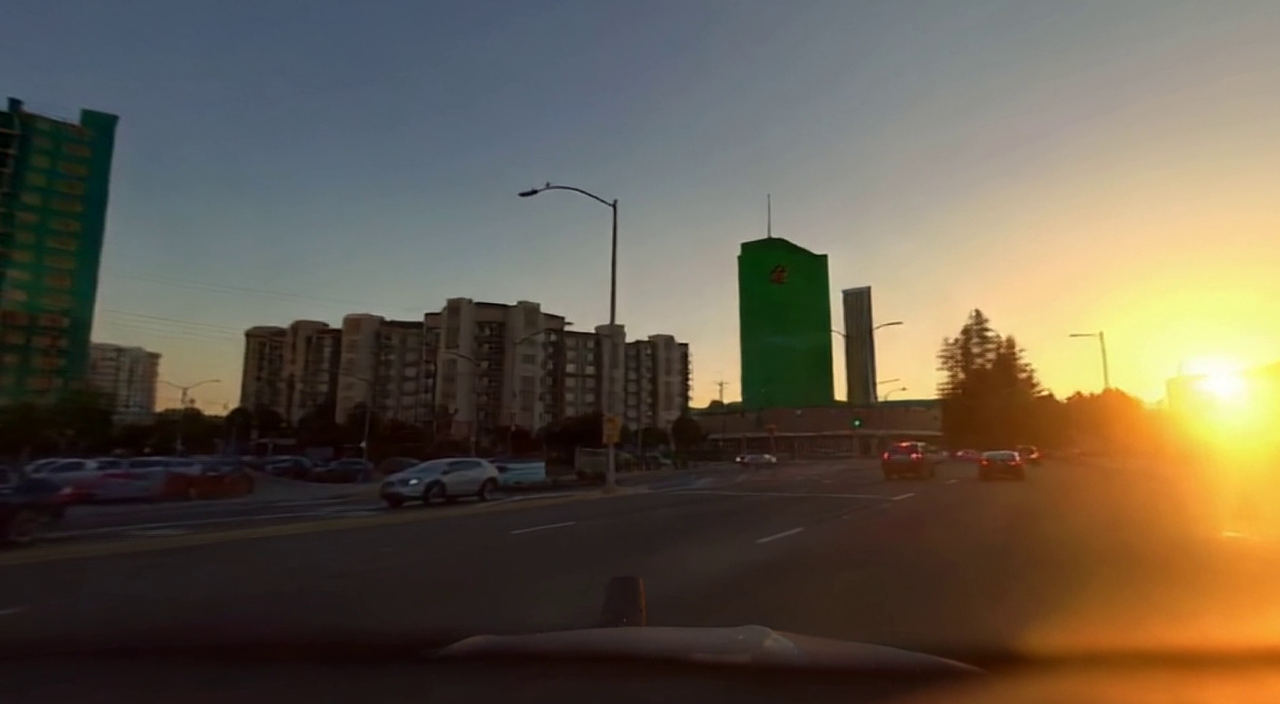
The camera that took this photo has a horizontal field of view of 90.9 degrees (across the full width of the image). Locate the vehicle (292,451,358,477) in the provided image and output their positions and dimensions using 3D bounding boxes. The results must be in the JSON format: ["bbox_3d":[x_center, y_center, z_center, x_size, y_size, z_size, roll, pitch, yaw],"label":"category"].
[{"bbox_3d":[-19.953,7.068,39.874,4.108,1.494,2.133,-7,-10,38],"label":"vehicle"}]

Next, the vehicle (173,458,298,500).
[{"bbox_3d":[-17.908,5.603,28.101,1.884,1.575,4.215,-5,-10,32],"label":"vehicle"}]

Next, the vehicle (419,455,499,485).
[{"bbox_3d":[-11.037,7.227,38.761,1.875,1.600,4.604,-6,-10,33],"label":"vehicle"}]

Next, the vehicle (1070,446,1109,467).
[{"bbox_3d":[34.150,7.917,47.944,1.981,1.449,4.533,-5,-10,31],"label":"vehicle"}]

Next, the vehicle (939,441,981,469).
[{"bbox_3d":[21.096,6.747,41.479,1.857,1.697,4.011,-6,-10,34],"label":"vehicle"}]

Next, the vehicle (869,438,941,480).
[{"bbox_3d":[11.822,4.680,27.946,2.031,1.692,4.284,-6,-10,34],"label":"vehicle"}]

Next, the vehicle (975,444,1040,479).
[{"bbox_3d":[16.798,4.910,28.707,2.041,1.444,4.710,-6,-10,35],"label":"vehicle"}]

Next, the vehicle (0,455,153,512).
[{"bbox_3d":[-21.283,4.704,22.920,2.011,1.803,5.127,-6,-10,35],"label":"vehicle"}]

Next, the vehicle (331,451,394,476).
[{"bbox_3d":[-18.492,7.404,41.929,3.990,1.502,2.113,-7,-11,38],"label":"vehicle"}]
